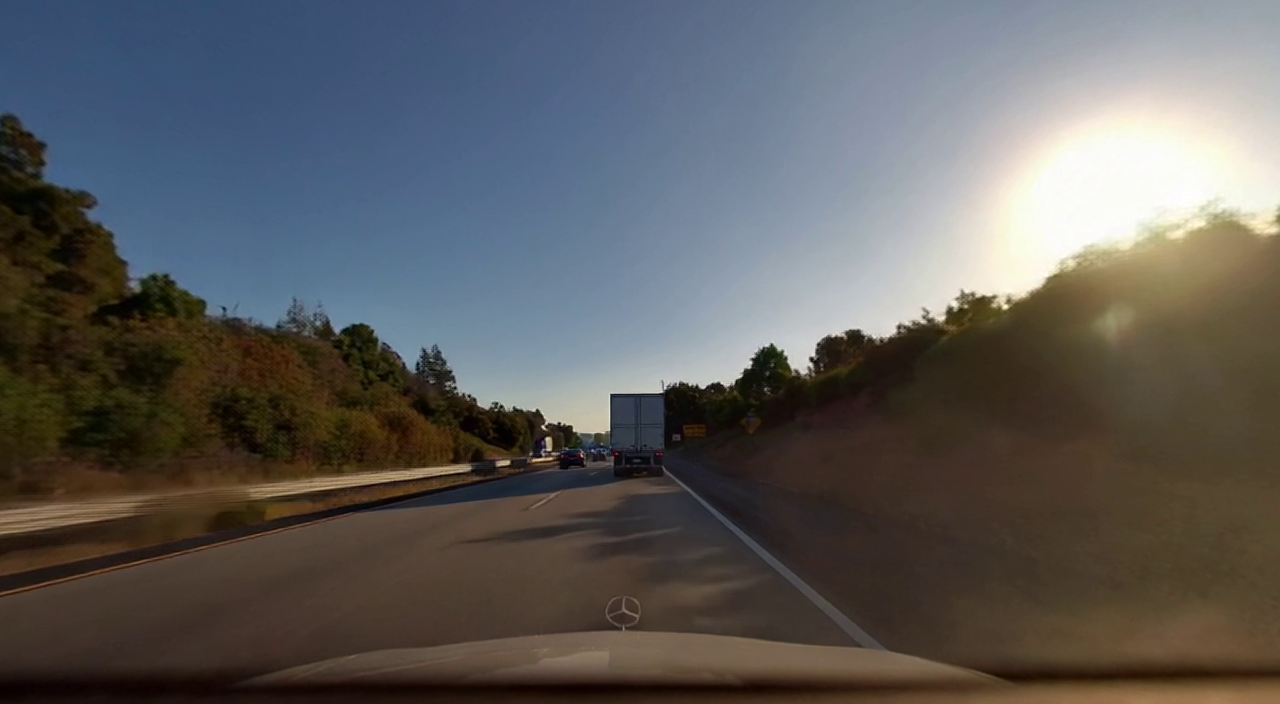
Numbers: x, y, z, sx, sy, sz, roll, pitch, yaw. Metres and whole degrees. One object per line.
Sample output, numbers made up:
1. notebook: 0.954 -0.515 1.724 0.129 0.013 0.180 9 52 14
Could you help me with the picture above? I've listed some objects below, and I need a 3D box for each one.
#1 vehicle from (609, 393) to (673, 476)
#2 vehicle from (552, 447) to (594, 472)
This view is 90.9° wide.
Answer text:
1. vehicle: 0.011 4.584 33.994 2.959 3.828 9.617 0 -9 0
2. vehicle: -4.208 6.849 40.322 2.206 1.478 4.824 0 -9 0
